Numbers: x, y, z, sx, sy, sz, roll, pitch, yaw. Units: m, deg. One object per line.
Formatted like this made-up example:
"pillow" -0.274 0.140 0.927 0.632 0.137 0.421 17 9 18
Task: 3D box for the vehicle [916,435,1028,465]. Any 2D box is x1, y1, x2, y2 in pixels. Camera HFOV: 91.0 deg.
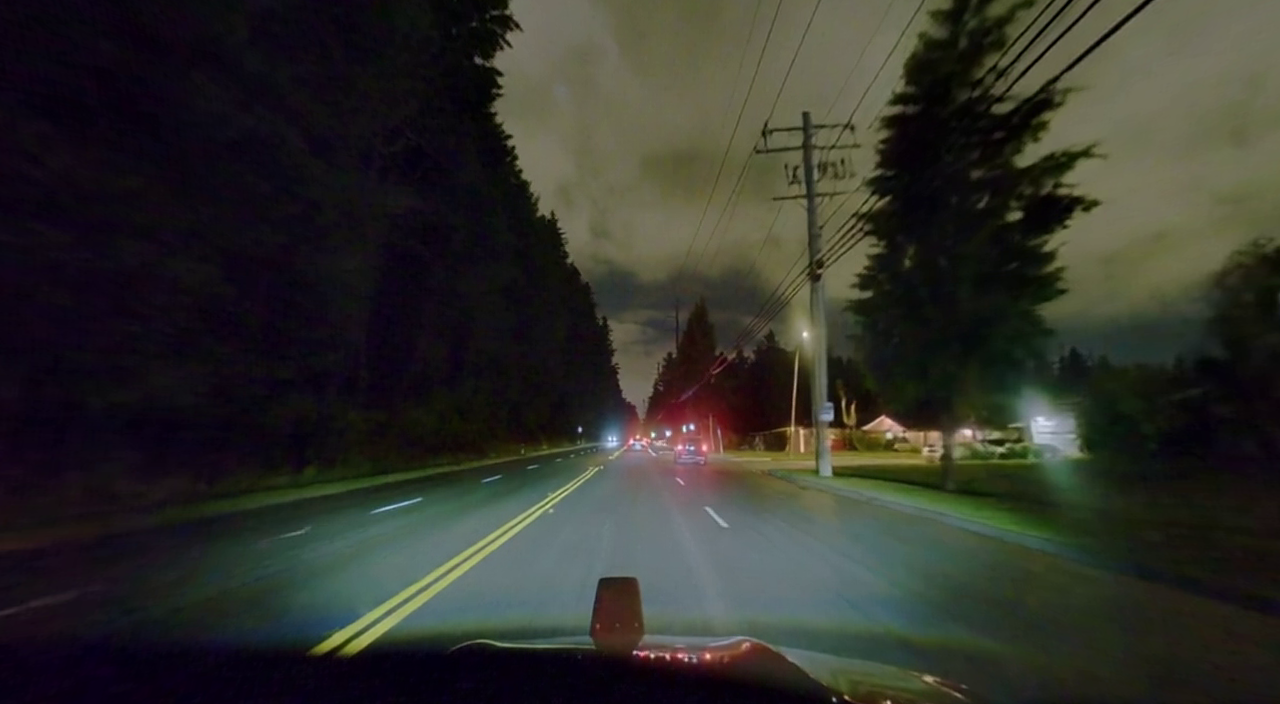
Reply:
"vehicle" 16.985 5.023 32.357 4.672 1.463 1.863 0 -8 1

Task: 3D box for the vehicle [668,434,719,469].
"vehicle" 2.351 4.538 28.775 1.975 1.497 3.647 0 -8 -1
